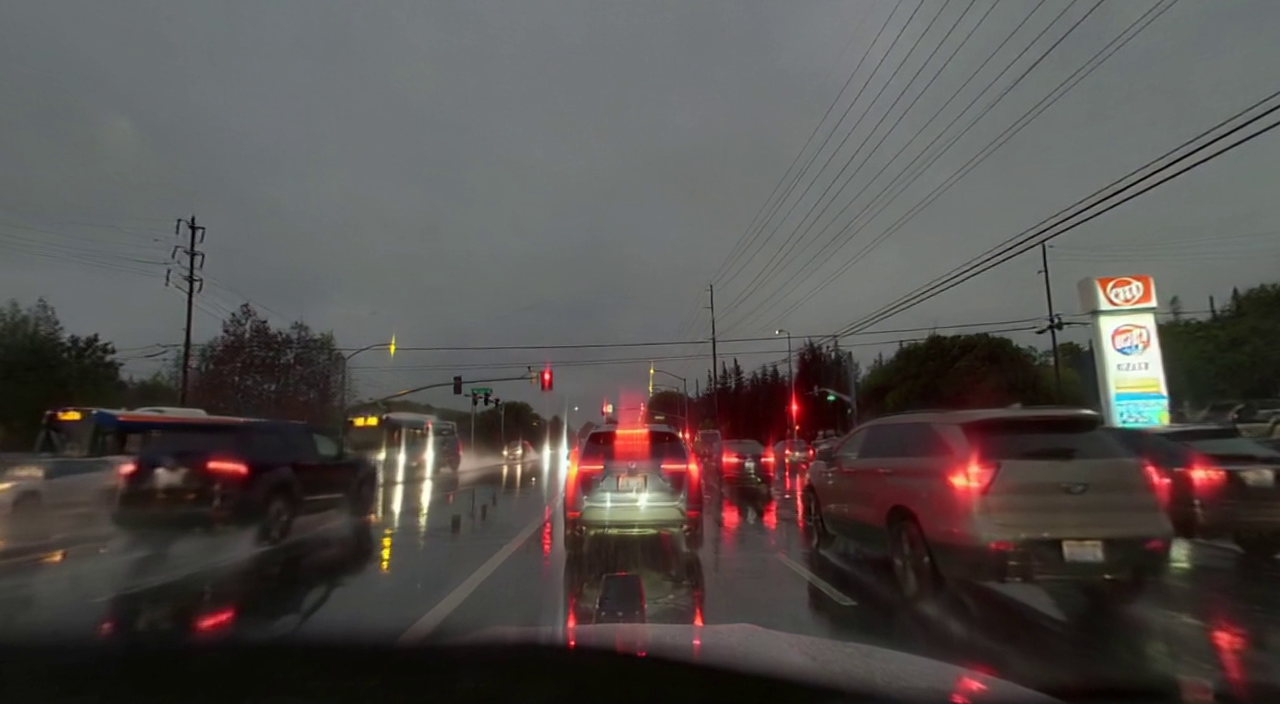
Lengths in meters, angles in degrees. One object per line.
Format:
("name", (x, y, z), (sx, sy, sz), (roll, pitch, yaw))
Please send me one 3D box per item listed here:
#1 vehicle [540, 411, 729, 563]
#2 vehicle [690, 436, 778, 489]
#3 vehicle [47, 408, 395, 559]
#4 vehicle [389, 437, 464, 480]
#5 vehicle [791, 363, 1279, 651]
("vehicle", (-0.107, 1.803, 9.112), (2.087, 1.677, 4.053), (0, -9, -1))
("vehicle", (2.862, 3.501, 20.353), (2.040, 1.481, 4.407), (0, -9, -2))
("vehicle", (-5.994, 1.946, 10.119), (2.190, 1.795, 4.993), (0, -9, -1))
("vehicle", (-10.395, 5.174, 31.082), (2.163, 1.812, 4.686), (-3, -8, -1))
("vehicle", (3.064, 1.284, 6.195), (2.049, 1.813, 4.245), (0, -9, -1))
